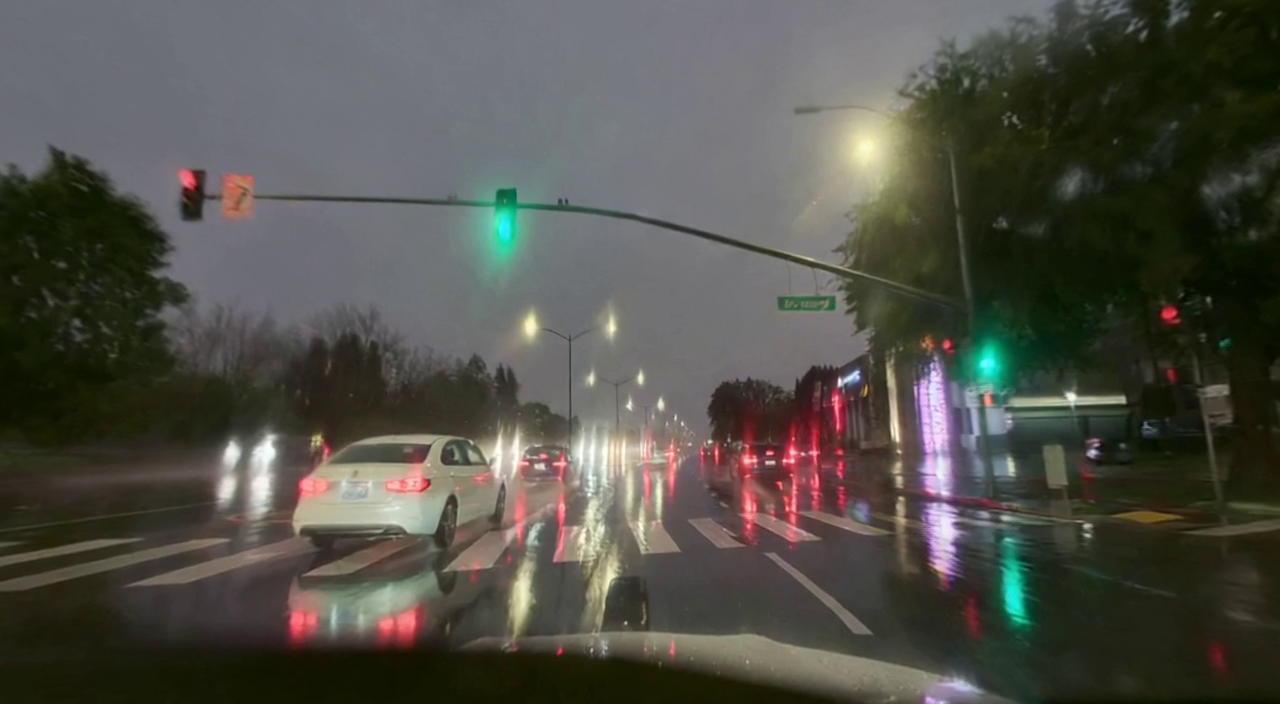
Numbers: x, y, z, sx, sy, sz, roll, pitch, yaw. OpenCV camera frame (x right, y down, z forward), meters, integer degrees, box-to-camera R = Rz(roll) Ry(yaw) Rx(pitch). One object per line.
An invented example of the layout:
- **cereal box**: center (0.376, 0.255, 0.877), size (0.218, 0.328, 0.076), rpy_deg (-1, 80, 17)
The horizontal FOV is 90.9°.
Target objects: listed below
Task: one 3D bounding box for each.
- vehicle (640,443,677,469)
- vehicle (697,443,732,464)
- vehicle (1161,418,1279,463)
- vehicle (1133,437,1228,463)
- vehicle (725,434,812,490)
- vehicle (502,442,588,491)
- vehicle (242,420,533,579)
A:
- **vehicle**: center (1.193, 6.358, 38.841), size (2.164, 1.477, 3.988), rpy_deg (-1, -8, 3)
- **vehicle**: center (5.720, 7.851, 48.849), size (2.243, 1.557, 4.359), rpy_deg (0, -8, 1)
- **vehicle**: center (35.109, 5.343, 37.969), size (2.335, 2.458, 5.717), rpy_deg (0, -8, -2)
- **vehicle**: center (32.465, 5.867, 38.057), size (1.842, 1.448, 4.443), rpy_deg (-1, -8, 1)
- **vehicle**: center (4.197, 3.657, 21.302), size (2.103, 1.699, 4.171), rpy_deg (0, -8, 1)
- **vehicle**: center (-3.074, 3.788, 21.308), size (1.980, 1.454, 4.226), rpy_deg (-1, -8, 4)
- **vehicle**: center (-2.908, 1.801, 8.580), size (2.118, 1.568, 4.436), rpy_deg (0, -8, 0)
